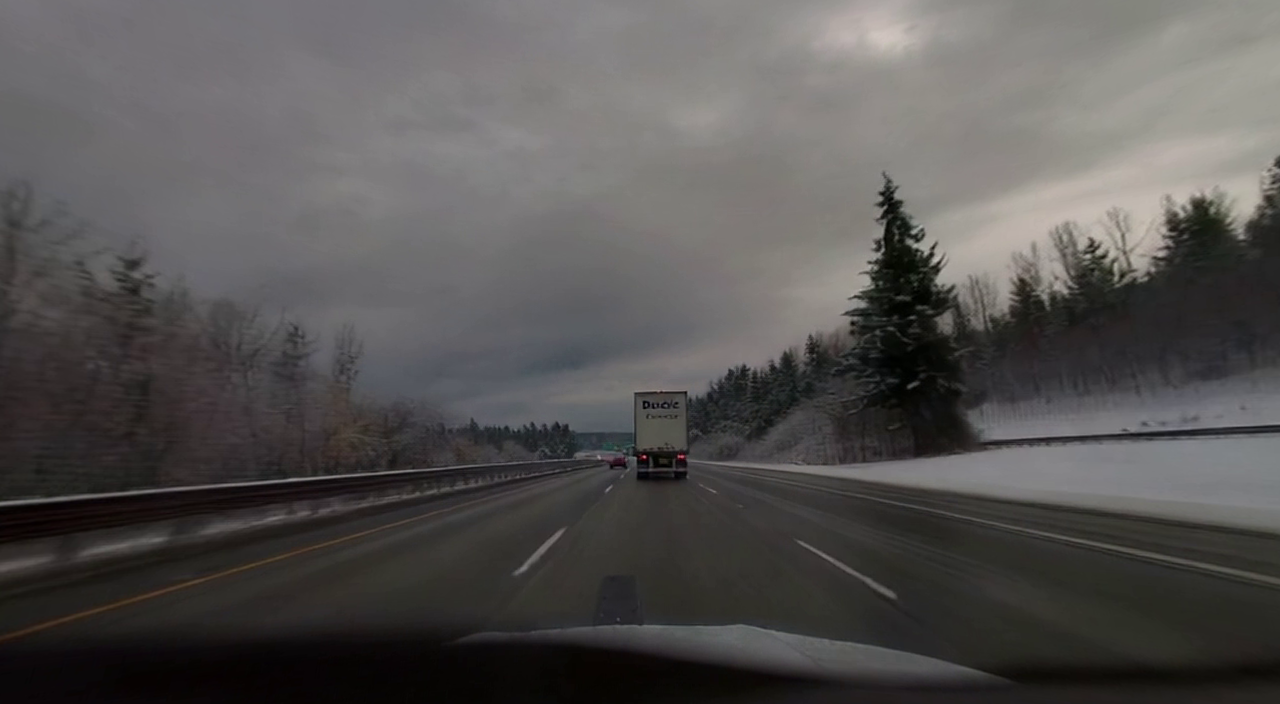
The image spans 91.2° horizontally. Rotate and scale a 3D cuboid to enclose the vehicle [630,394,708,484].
[{"bbox_3d":[1.482,5.327,37.402,3.537,4.071,17.399,0,-9,1],"label":"vehicle"}]
